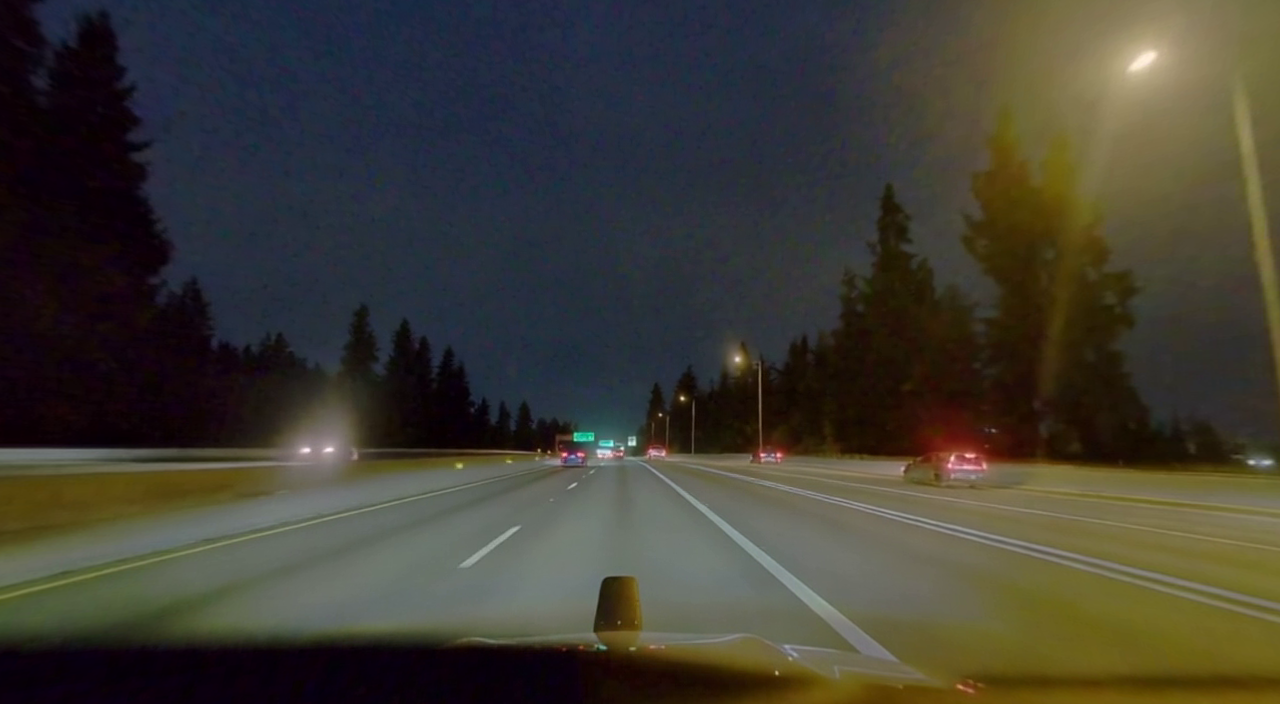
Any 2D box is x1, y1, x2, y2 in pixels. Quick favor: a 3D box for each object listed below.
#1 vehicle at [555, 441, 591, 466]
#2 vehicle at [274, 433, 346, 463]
[{"bbox_3d":[-4.572,7.023,43.281,2.071,1.615,3.868,0,-9,-1],"label":"vehicle"},{"bbox_3d":[-17.600,5.149,33.654,1.832,1.487,3.853,0,-9,-1],"label":"vehicle"}]
